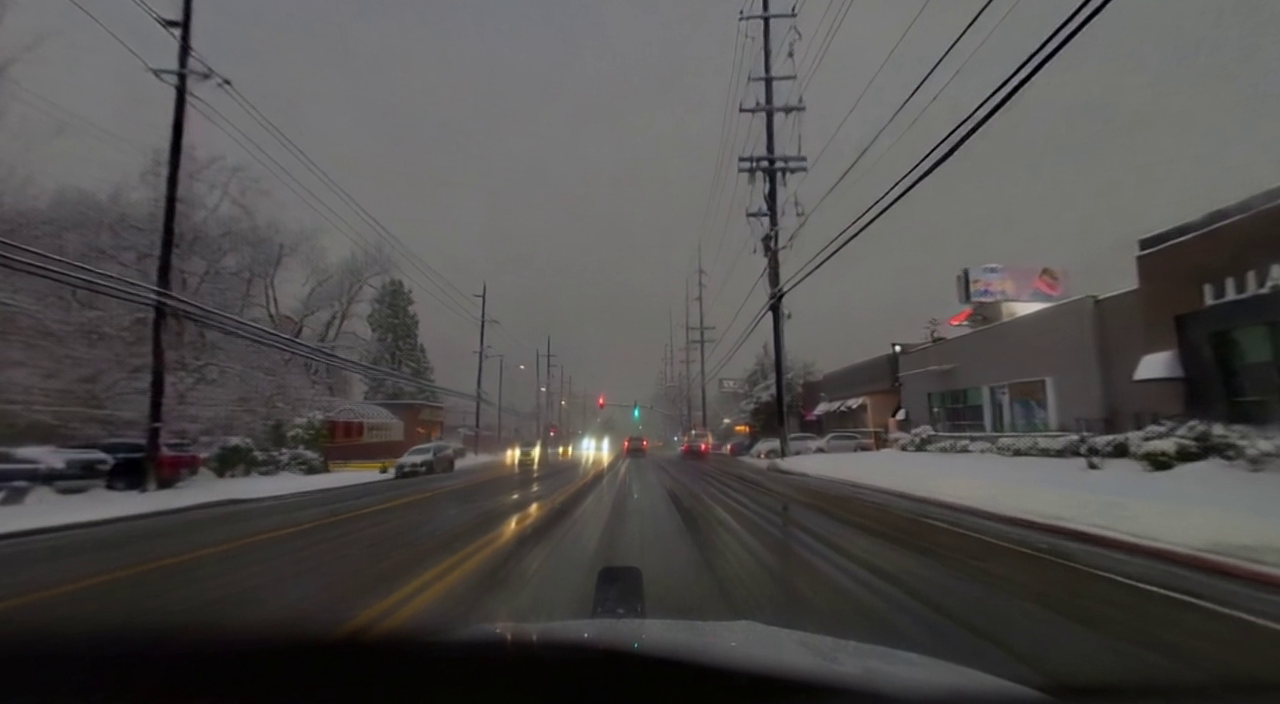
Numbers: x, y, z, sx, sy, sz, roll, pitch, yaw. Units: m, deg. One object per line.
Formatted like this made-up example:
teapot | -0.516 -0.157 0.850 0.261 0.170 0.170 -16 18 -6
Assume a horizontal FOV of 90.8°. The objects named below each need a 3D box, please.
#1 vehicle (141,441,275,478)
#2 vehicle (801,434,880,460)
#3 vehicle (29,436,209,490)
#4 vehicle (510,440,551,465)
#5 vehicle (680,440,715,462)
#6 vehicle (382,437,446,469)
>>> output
vehicle | -19.392 4.831 28.480 4.667 1.539 1.976 -1 -9 4
vehicle | 15.168 7.180 47.974 5.307 1.877 2.052 0 -8 -1
vehicle | -18.370 3.921 22.476 4.455 1.772 2.048 0 -9 -3
vehicle | -7.412 6.843 43.117 1.952 1.536 4.623 0 -9 0
vehicle | 4.009 6.945 44.469 1.926 1.482 4.442 0 -8 -1
vehicle | -13.814 6.195 38.954 2.044 1.830 4.800 -1 -9 2
